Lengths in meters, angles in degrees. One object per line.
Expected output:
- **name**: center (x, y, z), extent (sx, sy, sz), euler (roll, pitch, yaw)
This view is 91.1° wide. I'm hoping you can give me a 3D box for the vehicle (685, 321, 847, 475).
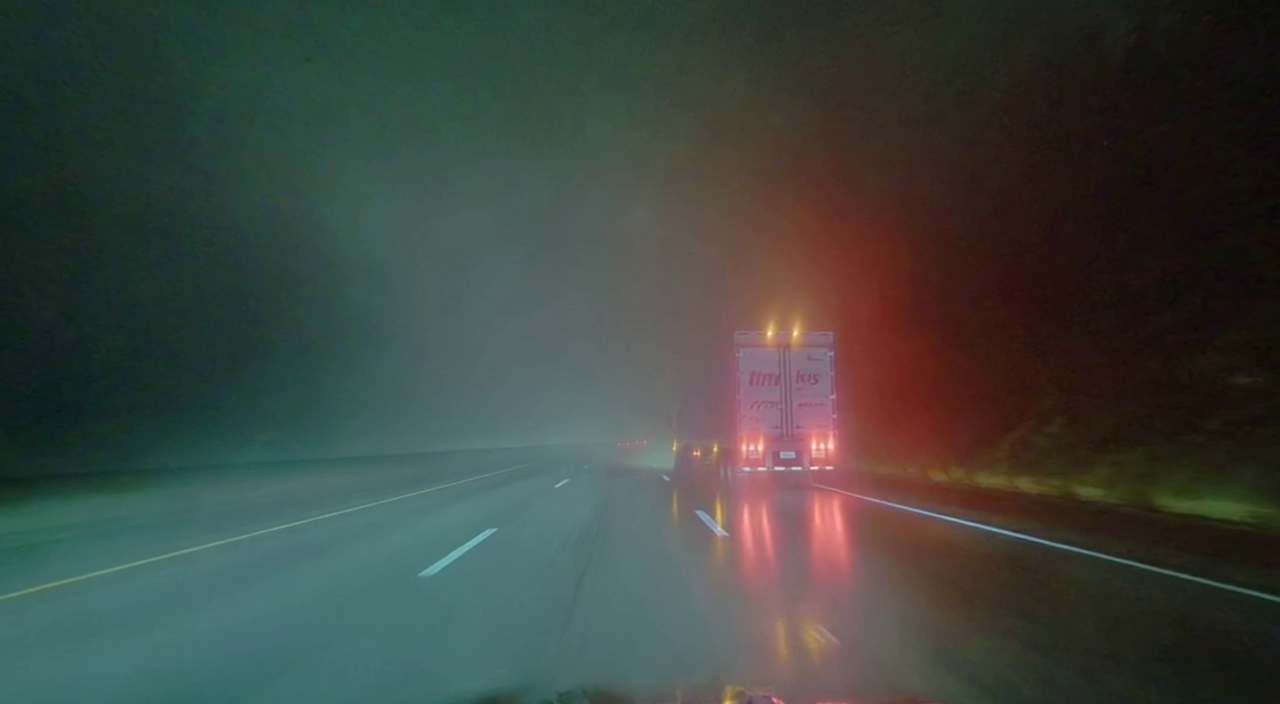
- **vehicle**: center (3.673, 1.989, 22.904), extent (2.850, 3.894, 13.987), euler (0, -7, -1)
